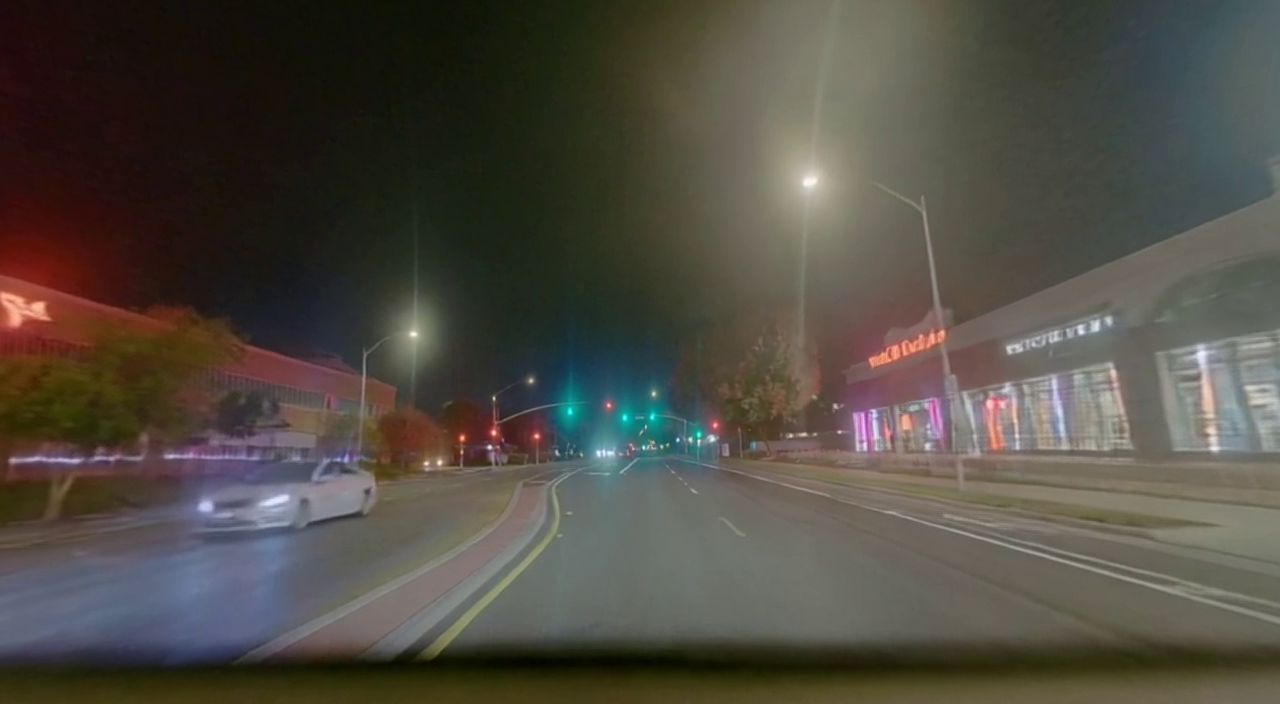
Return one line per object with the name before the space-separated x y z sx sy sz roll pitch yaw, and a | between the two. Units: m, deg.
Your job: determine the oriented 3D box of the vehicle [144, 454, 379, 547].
vehicle | -7.286 2.861 12.843 1.954 1.451 4.536 -1 -8 0
